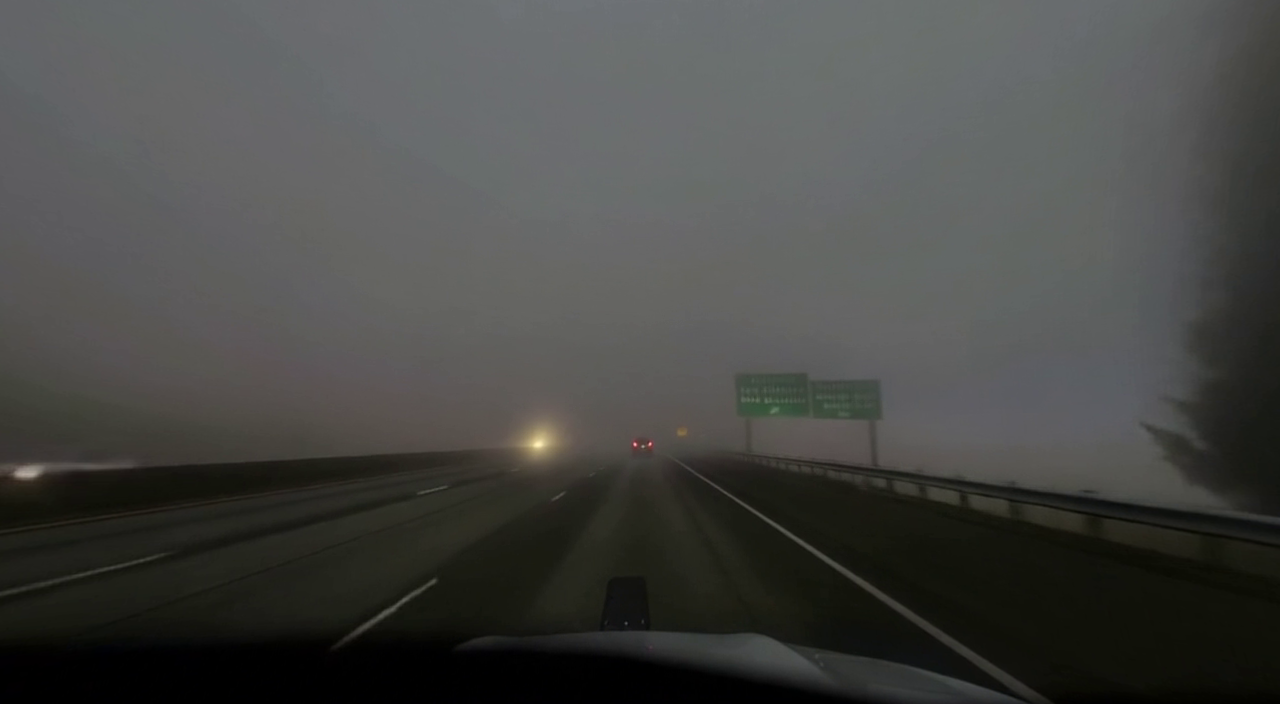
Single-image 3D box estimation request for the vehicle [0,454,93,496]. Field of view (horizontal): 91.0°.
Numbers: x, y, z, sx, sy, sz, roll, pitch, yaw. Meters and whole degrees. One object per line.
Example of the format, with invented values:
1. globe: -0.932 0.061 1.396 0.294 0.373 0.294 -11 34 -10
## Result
1. vehicle: -25.146 4.958 25.529 1.856 1.497 4.413 0 -8 1
